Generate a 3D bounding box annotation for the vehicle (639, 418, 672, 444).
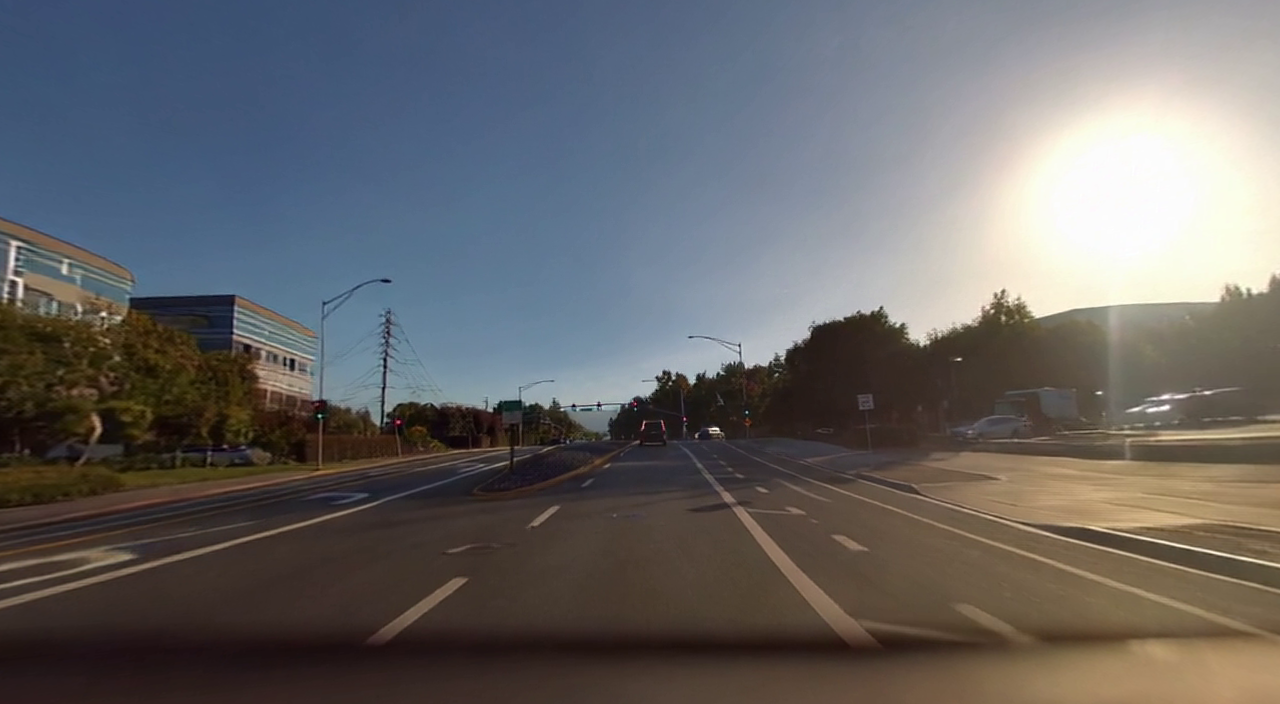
[{"bbox_3d":[1.157,6.217,49.258,2.371,1.926,5.099,0,-8,0],"label":"vehicle"}]
